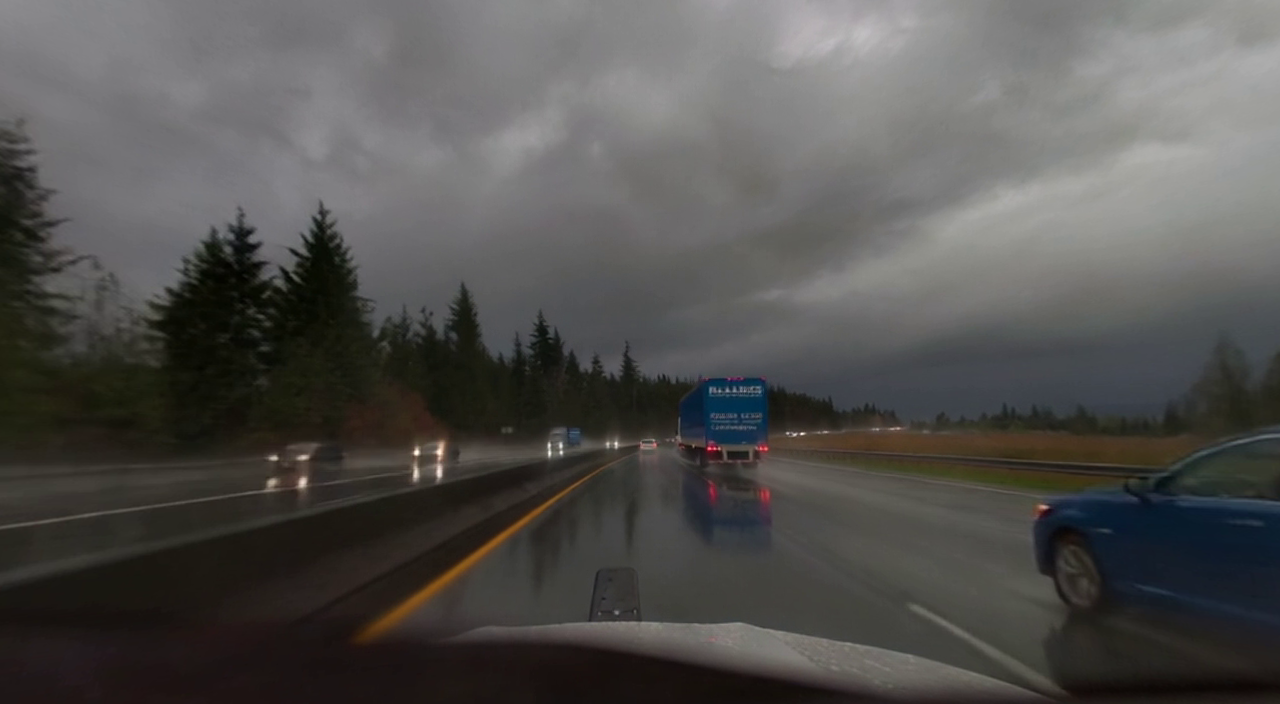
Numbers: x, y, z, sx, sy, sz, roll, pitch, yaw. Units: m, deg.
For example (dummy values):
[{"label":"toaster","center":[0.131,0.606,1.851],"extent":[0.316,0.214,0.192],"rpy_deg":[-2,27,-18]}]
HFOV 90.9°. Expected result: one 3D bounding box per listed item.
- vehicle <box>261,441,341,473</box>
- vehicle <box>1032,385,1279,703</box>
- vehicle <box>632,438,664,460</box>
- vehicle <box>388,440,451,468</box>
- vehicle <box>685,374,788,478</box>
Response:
[{"label":"vehicle","center":[-18.248,5.643,34.174],"extent":[1.882,1.605,4.237],"rpy_deg":[0,-8,1]},{"label":"vehicle","center":[3.982,0.889,2.515],"extent":[2.028,1.573,4.207],"rpy_deg":[0,-8,-1]},{"label":"vehicle","center":[0.594,7.027,45.863],"extent":[2.209,1.499,4.144],"rpy_deg":[0,-8,1]},{"label":"vehicle","center":[-13.790,6.389,39.719],"extent":[2.059,1.632,4.713],"rpy_deg":[-1,-8,3]},{"label":"vehicle","center":[4.303,3.847,31.860],"extent":[3.171,4.072,13.784],"rpy_deg":[0,-8,1]}]
